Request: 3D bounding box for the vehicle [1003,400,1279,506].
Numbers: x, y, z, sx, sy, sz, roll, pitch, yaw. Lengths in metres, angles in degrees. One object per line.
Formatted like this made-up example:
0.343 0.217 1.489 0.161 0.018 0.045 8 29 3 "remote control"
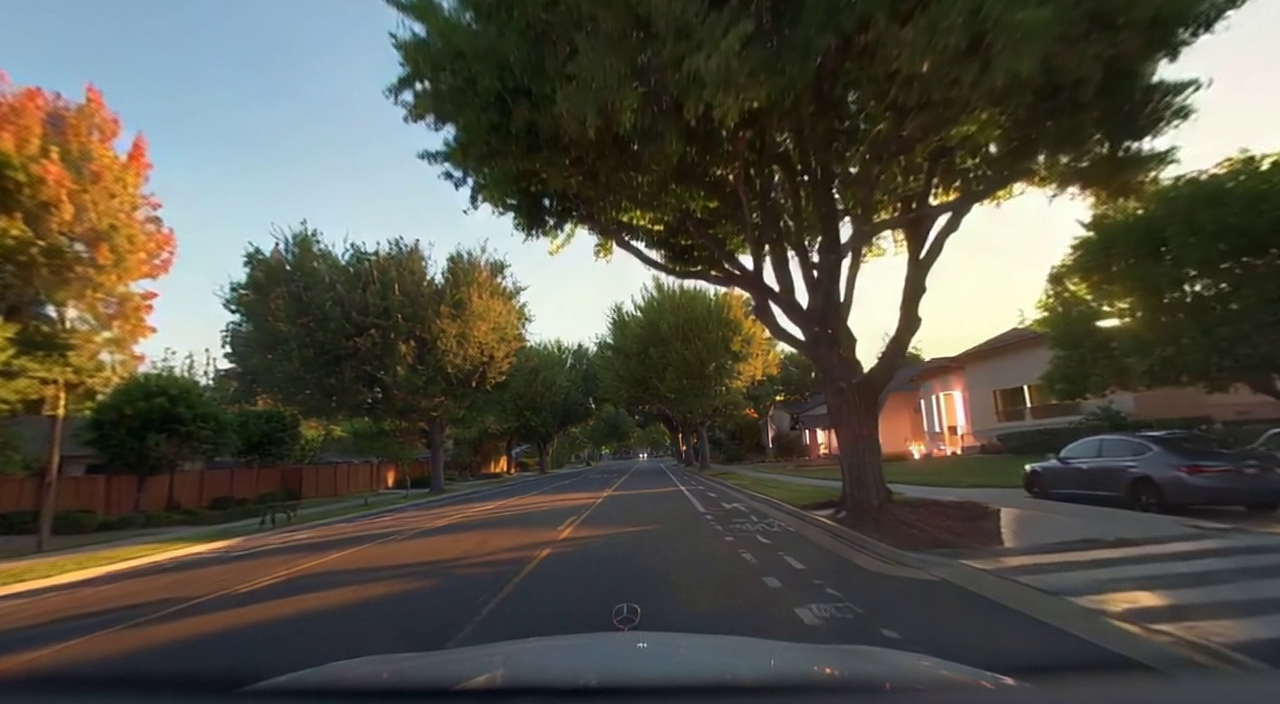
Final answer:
10.971 2.158 13.589 2.187 1.786 5.323 3 -9 -16 "vehicle"
